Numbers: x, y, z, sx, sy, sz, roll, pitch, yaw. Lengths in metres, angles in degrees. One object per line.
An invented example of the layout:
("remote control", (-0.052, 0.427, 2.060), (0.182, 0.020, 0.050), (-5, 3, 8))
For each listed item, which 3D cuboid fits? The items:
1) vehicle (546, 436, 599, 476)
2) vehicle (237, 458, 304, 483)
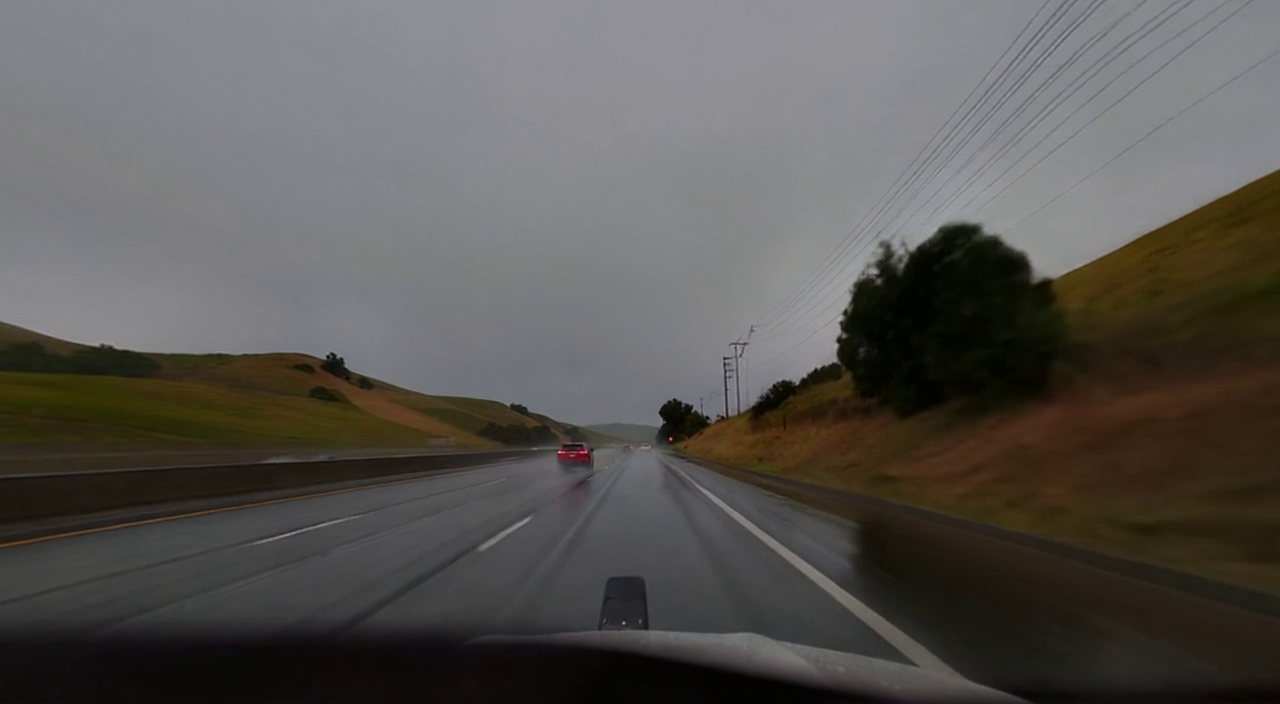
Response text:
("vehicle", (-3.371, 5.287, 32.307), (2.136, 1.845, 4.515), (0, -8, 1))
("vehicle", (-25.403, 8.115, 43.527), (1.980, 1.497, 4.330), (0, -8, 0))
